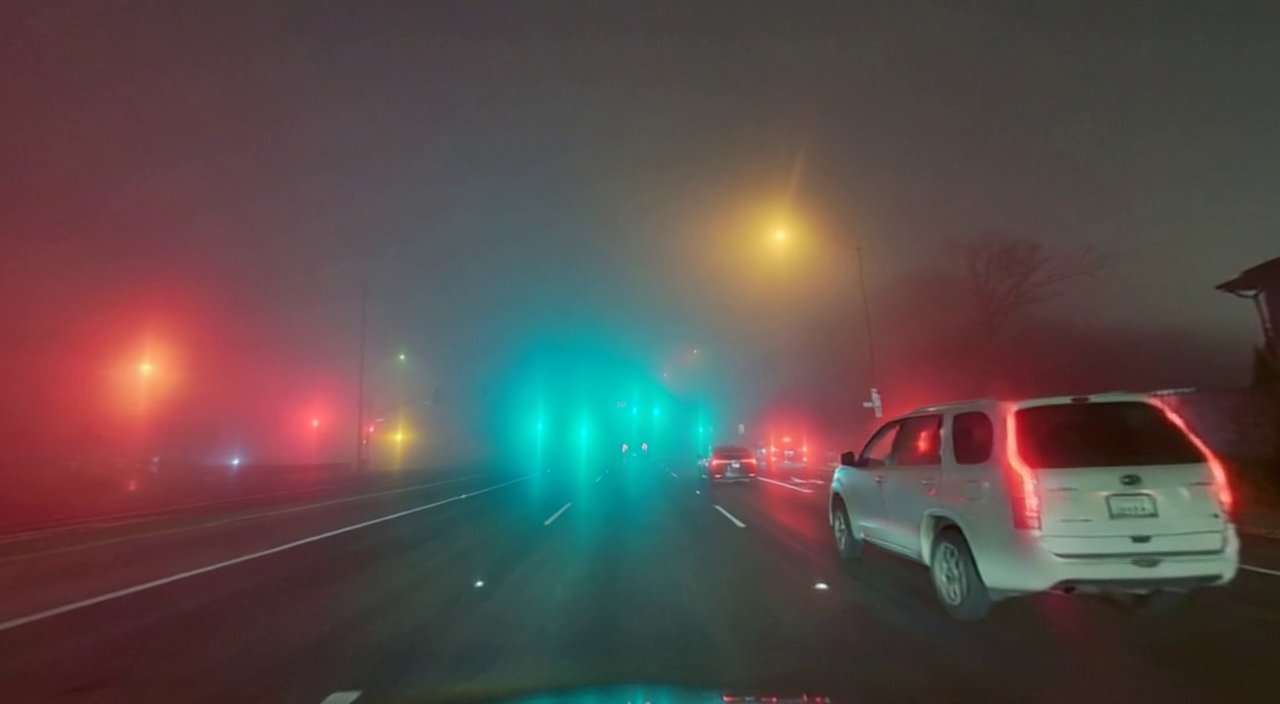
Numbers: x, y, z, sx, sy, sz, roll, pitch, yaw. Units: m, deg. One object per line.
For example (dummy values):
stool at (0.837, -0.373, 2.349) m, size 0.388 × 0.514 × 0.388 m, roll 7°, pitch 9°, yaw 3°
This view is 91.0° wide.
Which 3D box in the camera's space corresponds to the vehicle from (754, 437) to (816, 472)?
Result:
vehicle at (7.596, 5.424, 33.486) m, size 2.172 × 1.745 × 4.608 m, roll 0°, pitch -8°, yaw 0°

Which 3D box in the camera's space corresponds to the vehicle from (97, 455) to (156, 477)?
vehicle at (-38.437, 8.488, 47.069) m, size 4.260 × 1.501 × 1.892 m, roll -5°, pitch -10°, yaw 30°

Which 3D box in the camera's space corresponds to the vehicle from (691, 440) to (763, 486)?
vehicle at (2.964, 3.886, 22.332) m, size 1.889 × 1.451 × 4.180 m, roll 0°, pitch -8°, yaw -1°

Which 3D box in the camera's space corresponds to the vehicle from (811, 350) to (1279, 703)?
vehicle at (3.170, 1.199, 5.272) m, size 2.129 × 1.761 × 4.610 m, roll 0°, pitch -8°, yaw 0°

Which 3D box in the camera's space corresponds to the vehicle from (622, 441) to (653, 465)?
vehicle at (-0.205, 7.271, 45.488) m, size 2.146 × 1.685 × 4.003 m, roll 0°, pitch -8°, yaw 0°
